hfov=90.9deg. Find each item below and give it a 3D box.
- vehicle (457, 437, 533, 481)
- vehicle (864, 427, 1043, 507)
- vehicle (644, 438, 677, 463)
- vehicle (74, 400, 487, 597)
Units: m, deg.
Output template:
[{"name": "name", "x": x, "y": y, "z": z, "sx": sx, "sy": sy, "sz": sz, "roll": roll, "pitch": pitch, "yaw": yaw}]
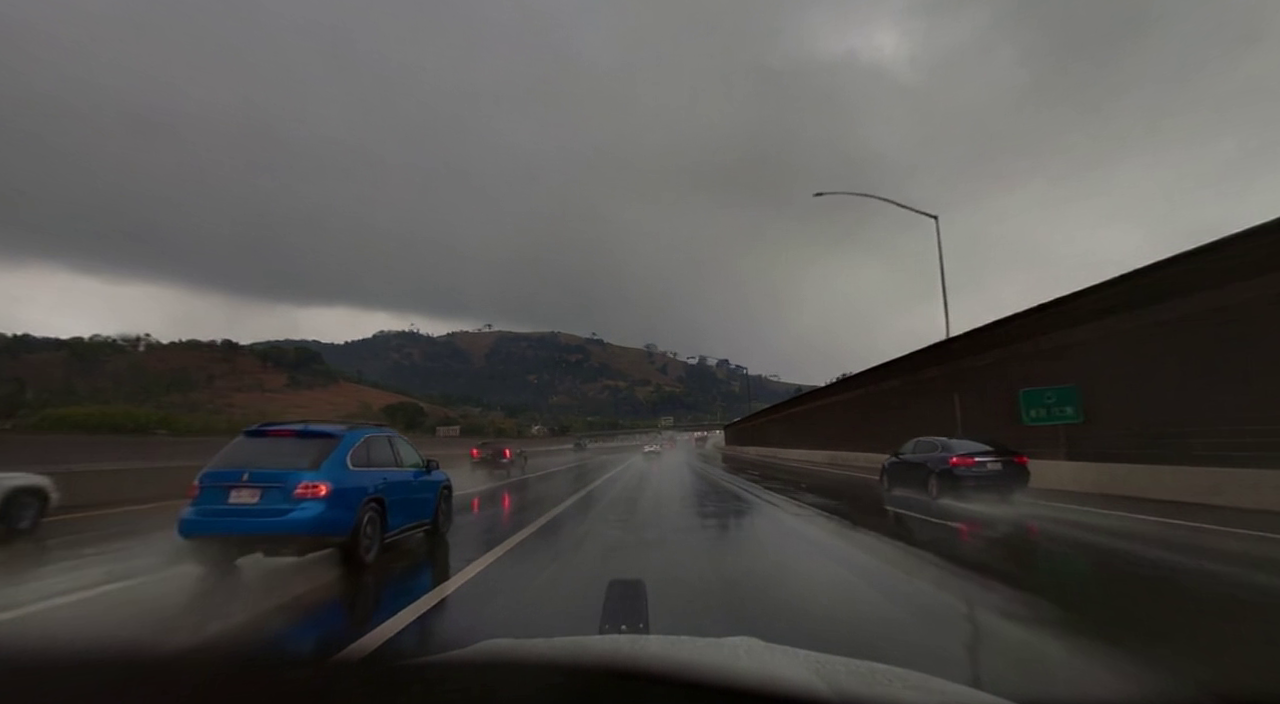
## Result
[{"name": "vehicle", "x": -6.264, "y": 4.679, "z": 27.846, "sx": 2.076, "sy": 1.730, "sz": 4.537, "roll": -1, "pitch": -8, "yaw": 3}, {"name": "vehicle", "x": 7.387, "y": 2.753, "z": 15.528, "sx": 2.122, "sy": 1.646, "sz": 4.491, "roll": 0, "pitch": -8, "yaw": 1}, {"name": "vehicle", "x": 1.654, "y": 7.688, "z": 49.210, "sx": 2.172, "sy": 1.824, "sz": 5.031, "roll": -1, "pitch": -8, "yaw": 6}, {"name": "vehicle", "x": -3.839, "y": 1.677, "z": 8.231, "sx": 2.210, "sy": 1.730, "sz": 5.133, "roll": -1, "pitch": -8, "yaw": 2}]
